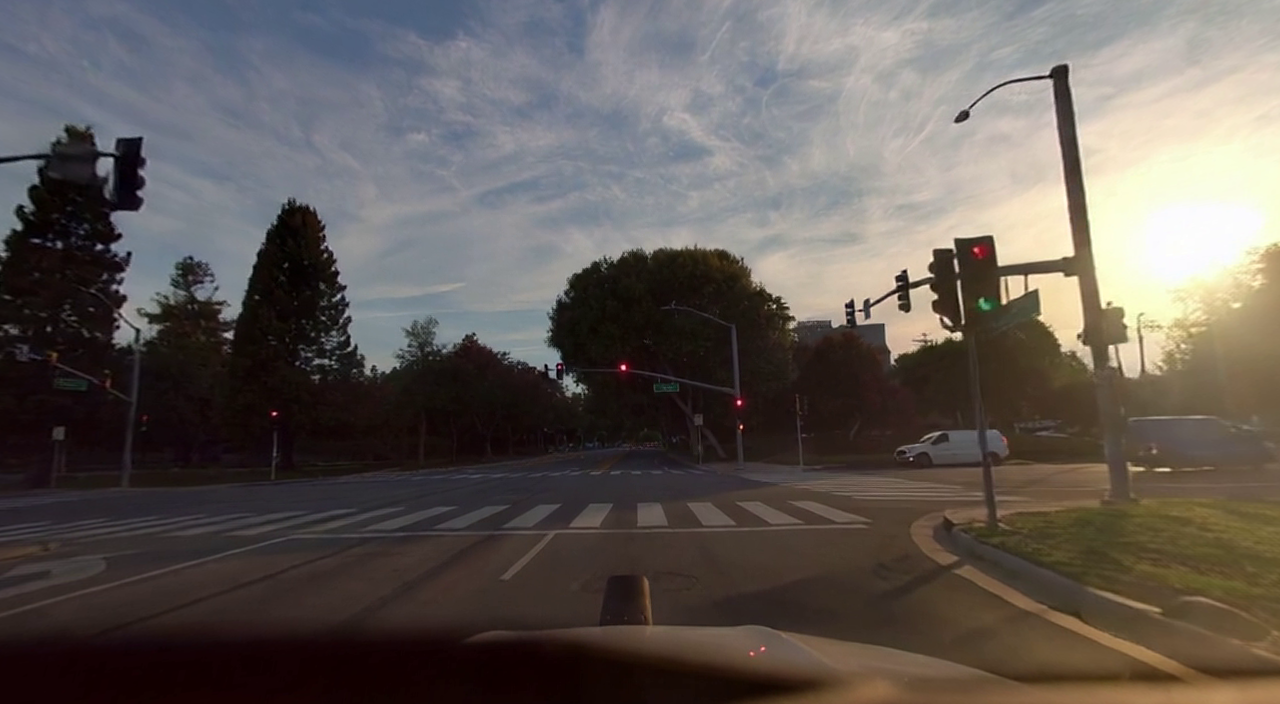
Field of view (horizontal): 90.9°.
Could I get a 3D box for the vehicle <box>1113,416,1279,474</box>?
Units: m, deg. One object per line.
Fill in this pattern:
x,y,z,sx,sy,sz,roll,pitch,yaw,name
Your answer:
20.004,3.331,22.556,4.536,1.965,1.780,-1,-9,3,vehicle

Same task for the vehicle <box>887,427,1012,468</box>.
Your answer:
14.403,4.464,29.512,4.790,1.798,1.909,0,-9,1,vehicle
